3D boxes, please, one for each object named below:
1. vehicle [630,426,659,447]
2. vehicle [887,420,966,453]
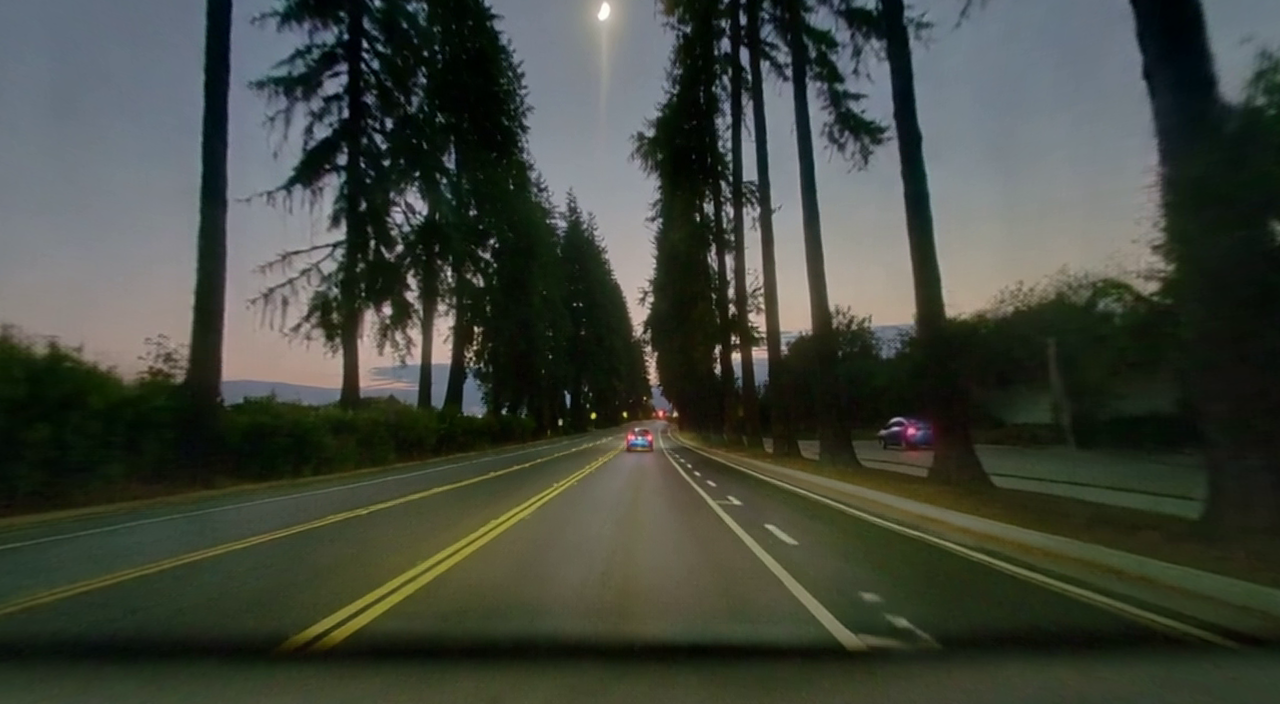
[{"bbox_3d":[0.343,6.418,47.631,2.067,1.486,3.861,0,-9,1],"label":"vehicle"},{"bbox_3d":[13.786,4.093,30.712,1.762,1.479,4.546,0,-8,0],"label":"vehicle"}]
